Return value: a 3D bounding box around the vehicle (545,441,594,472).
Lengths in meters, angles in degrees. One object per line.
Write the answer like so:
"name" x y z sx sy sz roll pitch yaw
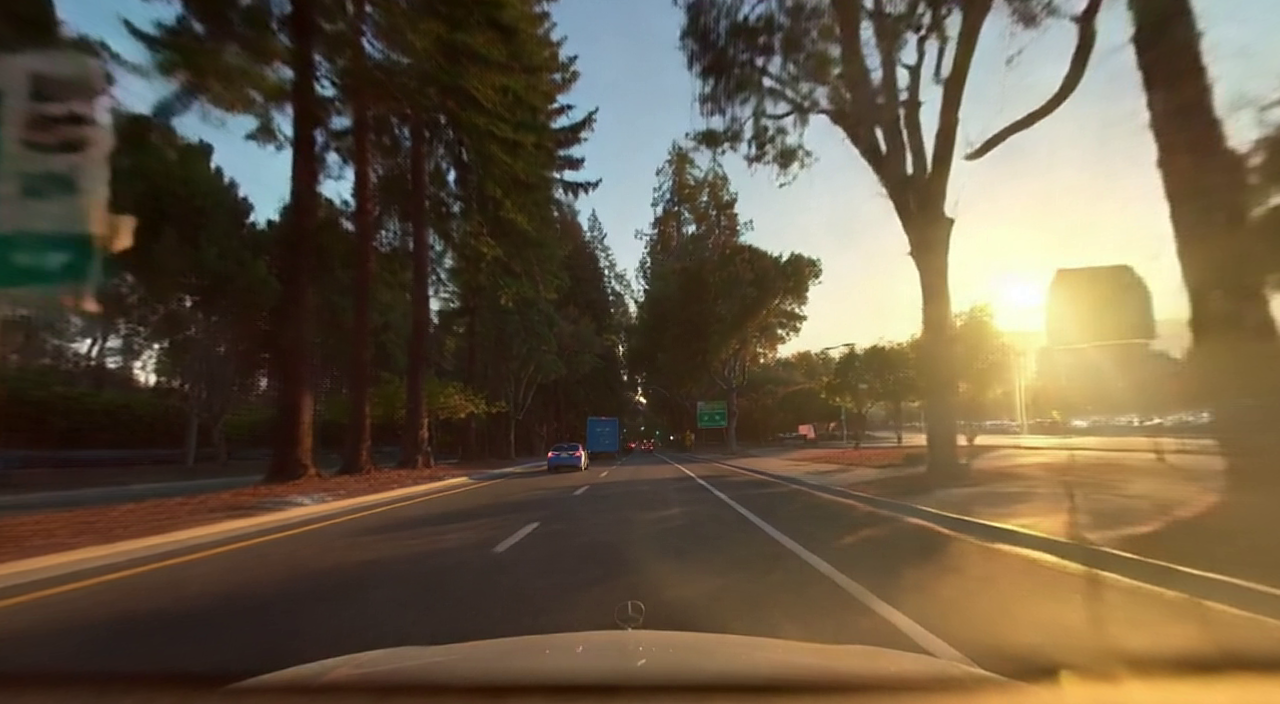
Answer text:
"vehicle" -3.568 5.349 32.587 2.005 1.462 4.345 0 -8 1
